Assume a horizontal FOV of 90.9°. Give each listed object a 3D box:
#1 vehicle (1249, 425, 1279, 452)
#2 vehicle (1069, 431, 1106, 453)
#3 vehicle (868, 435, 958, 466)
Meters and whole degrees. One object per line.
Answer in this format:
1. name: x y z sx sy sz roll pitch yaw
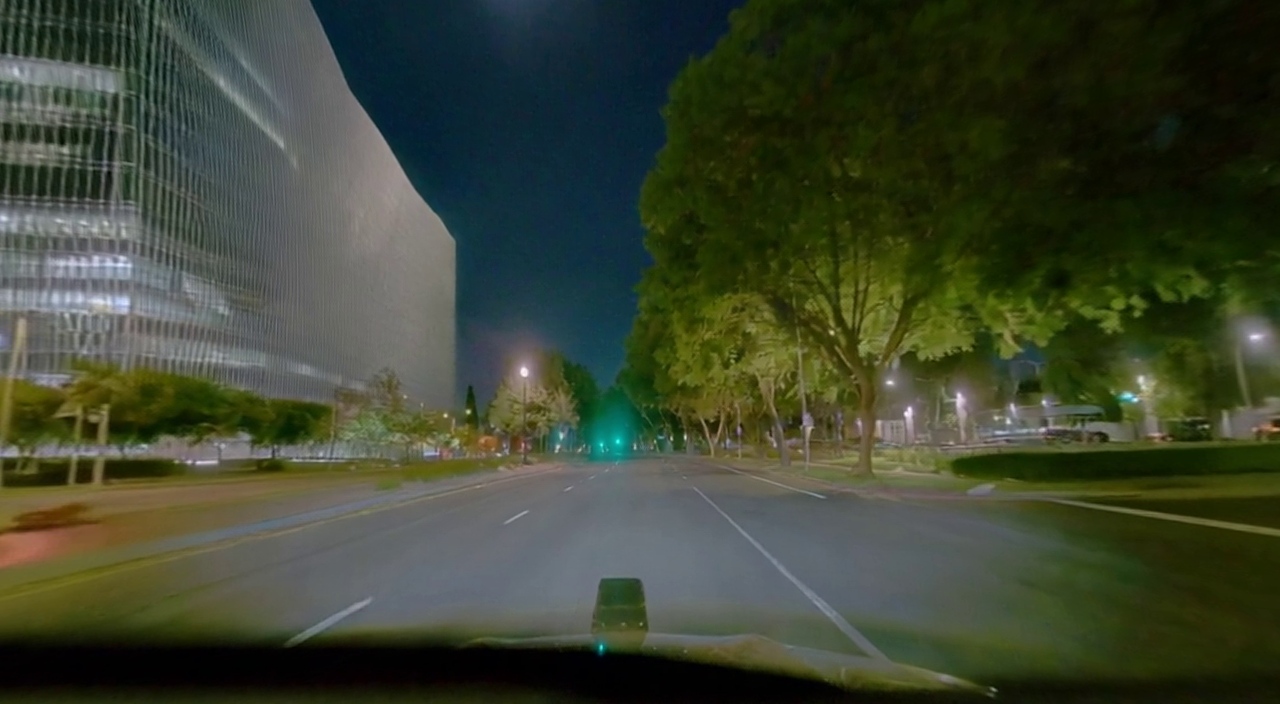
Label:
1. vehicle: 35.184 4.765 34.734 1.828 1.443 3.905 -7 -10 38
2. vehicle: 35.334 7.063 49.726 1.924 1.636 4.297 -5 -10 39
3. vehicle: 15.836 5.749 36.755 4.198 1.552 2.087 -3 -9 0
